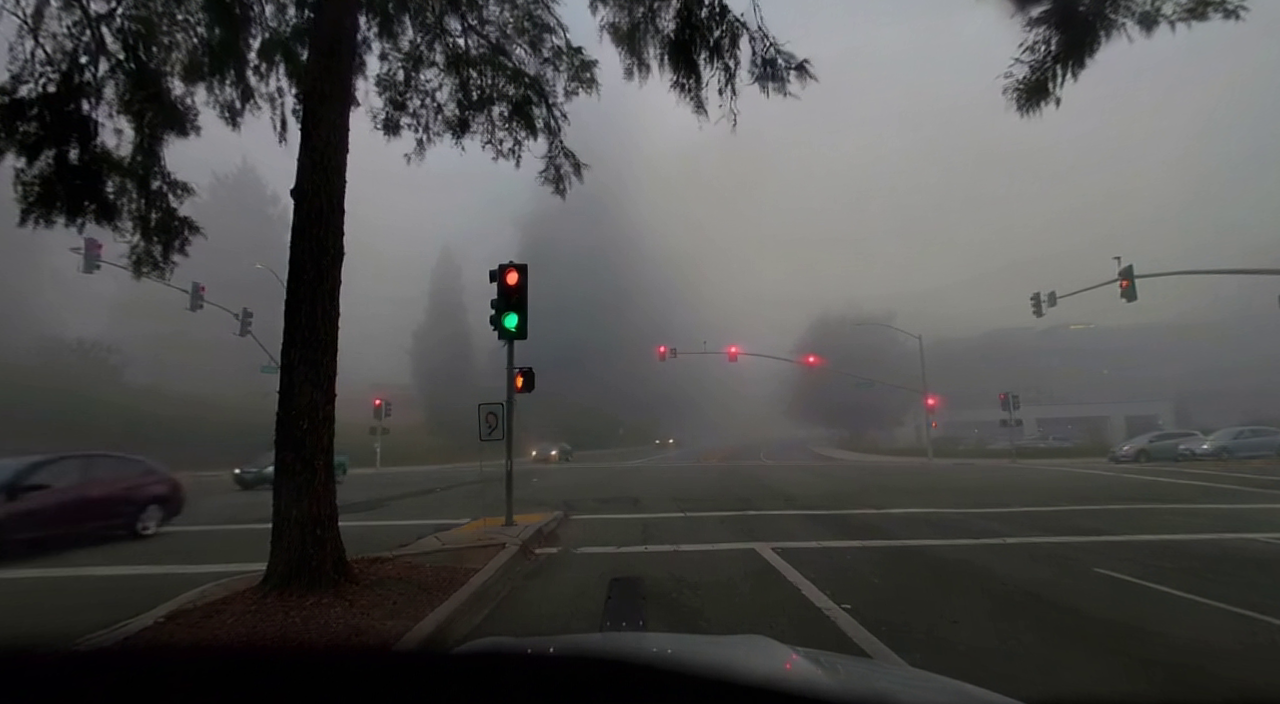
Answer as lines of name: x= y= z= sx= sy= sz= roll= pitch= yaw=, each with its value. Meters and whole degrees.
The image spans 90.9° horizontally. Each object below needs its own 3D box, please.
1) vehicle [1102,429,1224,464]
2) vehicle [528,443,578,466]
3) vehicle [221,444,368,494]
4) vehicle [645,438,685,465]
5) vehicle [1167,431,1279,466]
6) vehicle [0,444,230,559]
vehicle: x=25.934 y=4.685 z=31.358 sx=4.441 sy=1.674 sz=2.035 roll=1 pitch=-8 yaw=-8
vehicle: x=-5.769 y=6.859 z=42.448 sx=2.002 sy=1.483 sz=4.696 roll=-2 pitch=-8 yaw=9
vehicle: x=-11.782 y=3.975 z=22.002 sx=2.046 sy=1.515 sz=4.852 roll=-1 pitch=-8 yaw=5
vehicle: x=1.755 y=6.777 z=43.255 sx=2.197 sy=1.739 sz=4.177 roll=-2 pitch=-8 yaw=10
vehicle: x=26.304 y=4.242 z=27.879 sx=4.644 sy=1.470 sz=1.922 roll=1 pitch=-8 yaw=-10
vehicle: x=-8.985 y=2.245 z=10.261 sx=1.877 sy=1.481 sz=3.853 roll=-1 pitch=-8 yaw=3
